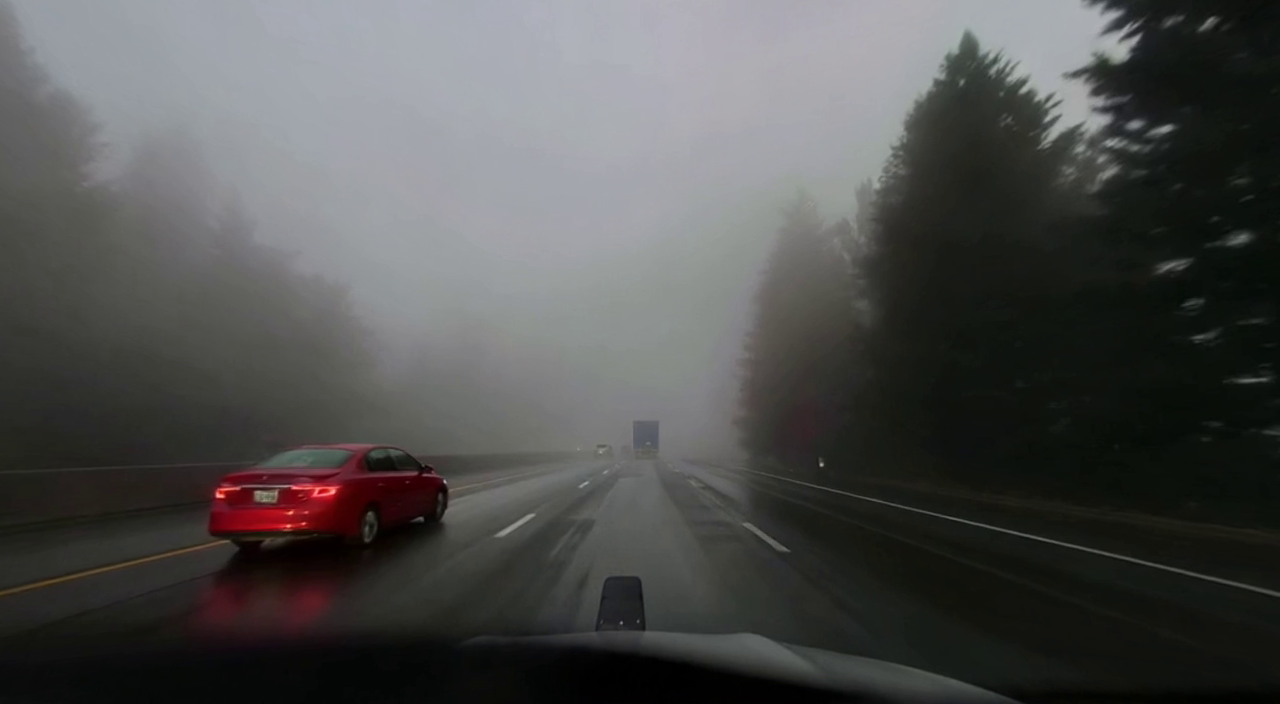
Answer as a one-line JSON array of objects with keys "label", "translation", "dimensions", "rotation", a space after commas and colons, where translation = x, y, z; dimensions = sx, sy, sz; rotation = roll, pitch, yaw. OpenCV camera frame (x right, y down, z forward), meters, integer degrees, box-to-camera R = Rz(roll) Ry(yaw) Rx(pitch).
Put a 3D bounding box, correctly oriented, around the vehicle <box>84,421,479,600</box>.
[{"label": "vehicle", "translation": [-3.756, 1.764, 7.983], "dimensions": [1.999, 1.533, 4.870], "rotation": [-1, -9, 2]}]
